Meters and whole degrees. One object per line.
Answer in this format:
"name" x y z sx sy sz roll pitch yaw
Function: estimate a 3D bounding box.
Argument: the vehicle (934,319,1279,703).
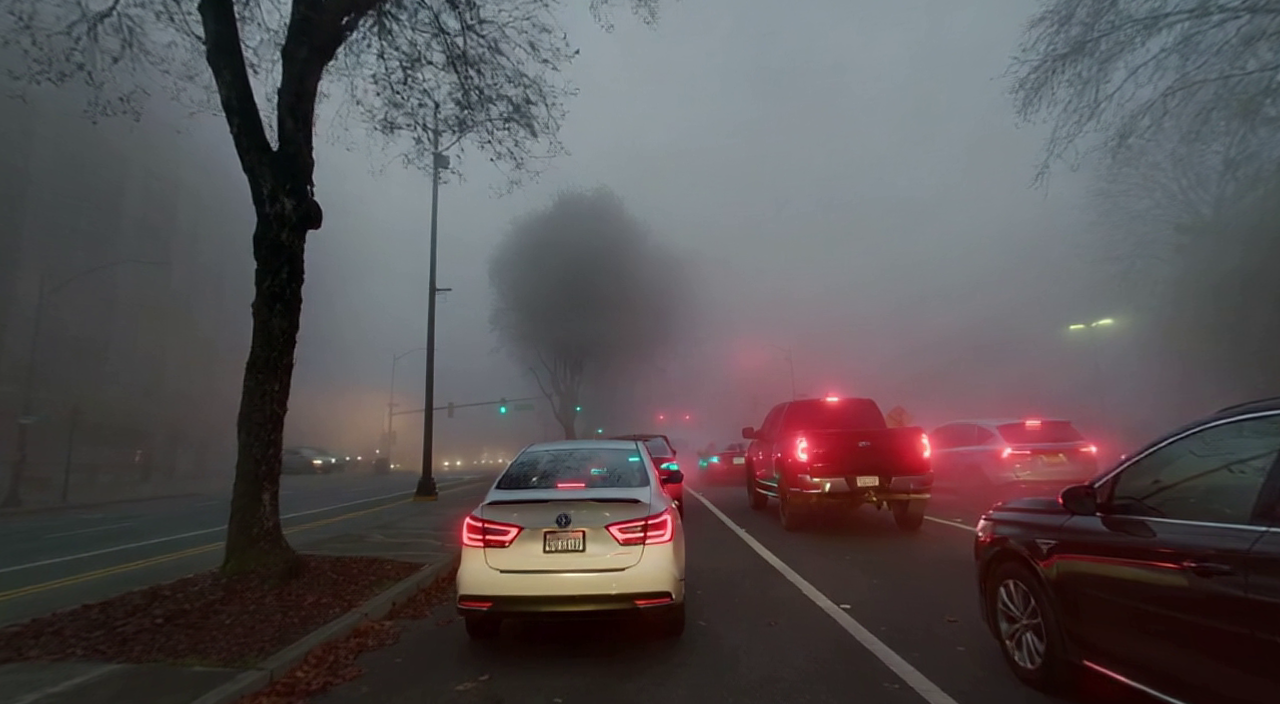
"vehicle" 3.126 0.766 2.095 2.024 1.723 4.714 0 -9 1

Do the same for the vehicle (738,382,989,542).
"vehicle" 3.520 1.941 11.606 2.497 2.186 5.890 0 -9 1

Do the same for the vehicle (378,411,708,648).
"vehicle" -0.579 1.483 6.331 2.172 1.536 4.250 0 -9 2
